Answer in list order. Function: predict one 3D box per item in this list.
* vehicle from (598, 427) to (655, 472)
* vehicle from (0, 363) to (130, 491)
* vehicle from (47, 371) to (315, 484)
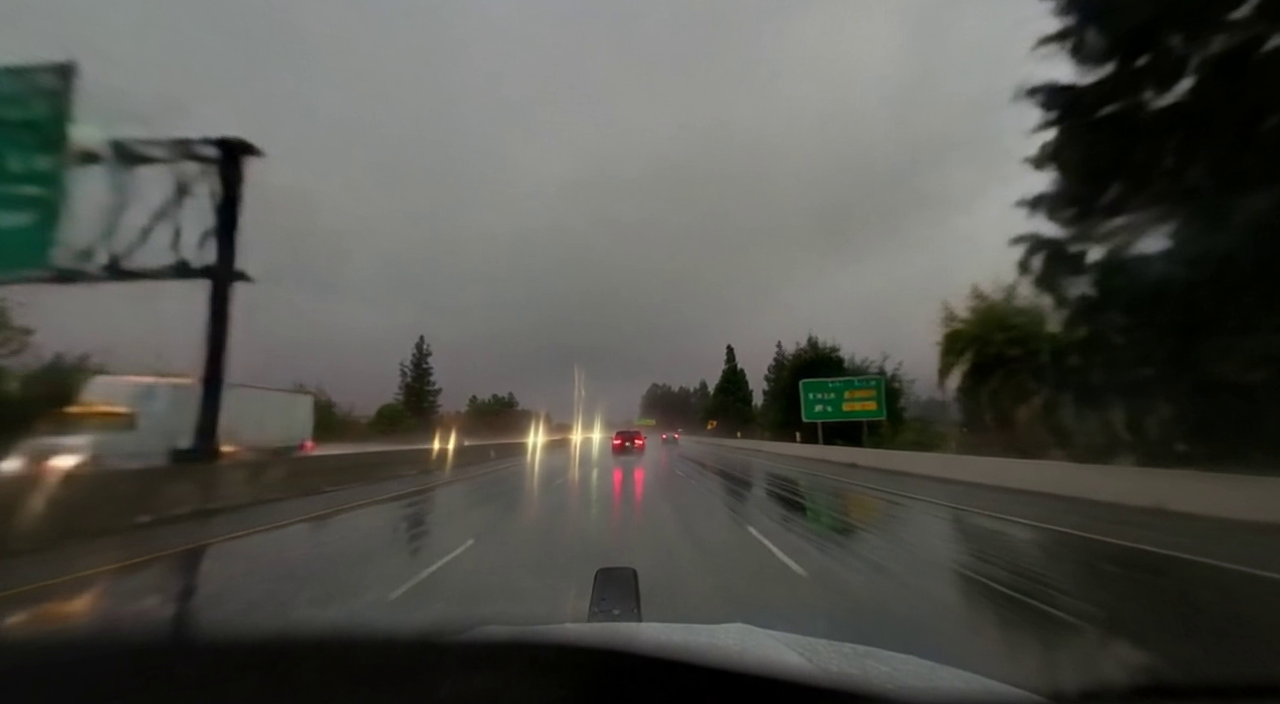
[{"bbox_3d":[-0.526,3.838,25.067,2.094,1.600,3.666,0,-8,-1],"label":"vehicle"},{"bbox_3d":[-20.232,2.551,21.358,2.961,4.001,3.172,0,-8,0],"label":"vehicle"},{"bbox_3d":[-20.351,3.679,29.958,2.894,4.145,13.279,0,-8,-1],"label":"vehicle"}]
